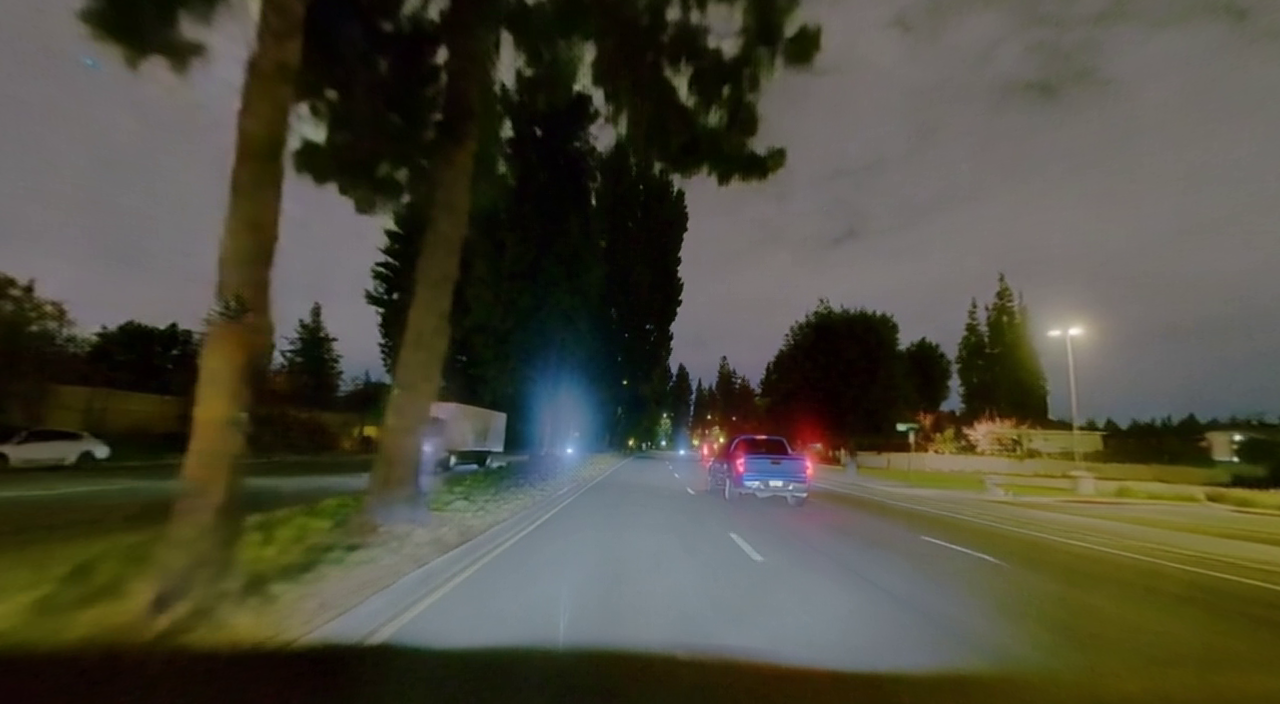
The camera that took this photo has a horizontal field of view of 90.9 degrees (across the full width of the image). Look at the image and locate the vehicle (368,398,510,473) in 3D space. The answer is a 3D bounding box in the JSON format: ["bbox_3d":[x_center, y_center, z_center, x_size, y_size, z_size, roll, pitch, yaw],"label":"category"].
[{"bbox_3d":[-8.554,3.857,28.695,3.046,2.782,10.538,0,-8,0],"label":"vehicle"}]

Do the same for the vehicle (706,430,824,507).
[{"bbox_3d":[3.064,2.972,16.570,2.108,1.712,4.616,0,-8,-1],"label":"vehicle"}]

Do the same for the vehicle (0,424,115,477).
[{"bbox_3d":[-18.913,2.980,19.187,1.908,1.471,4.556,0,-8,-1],"label":"vehicle"}]
